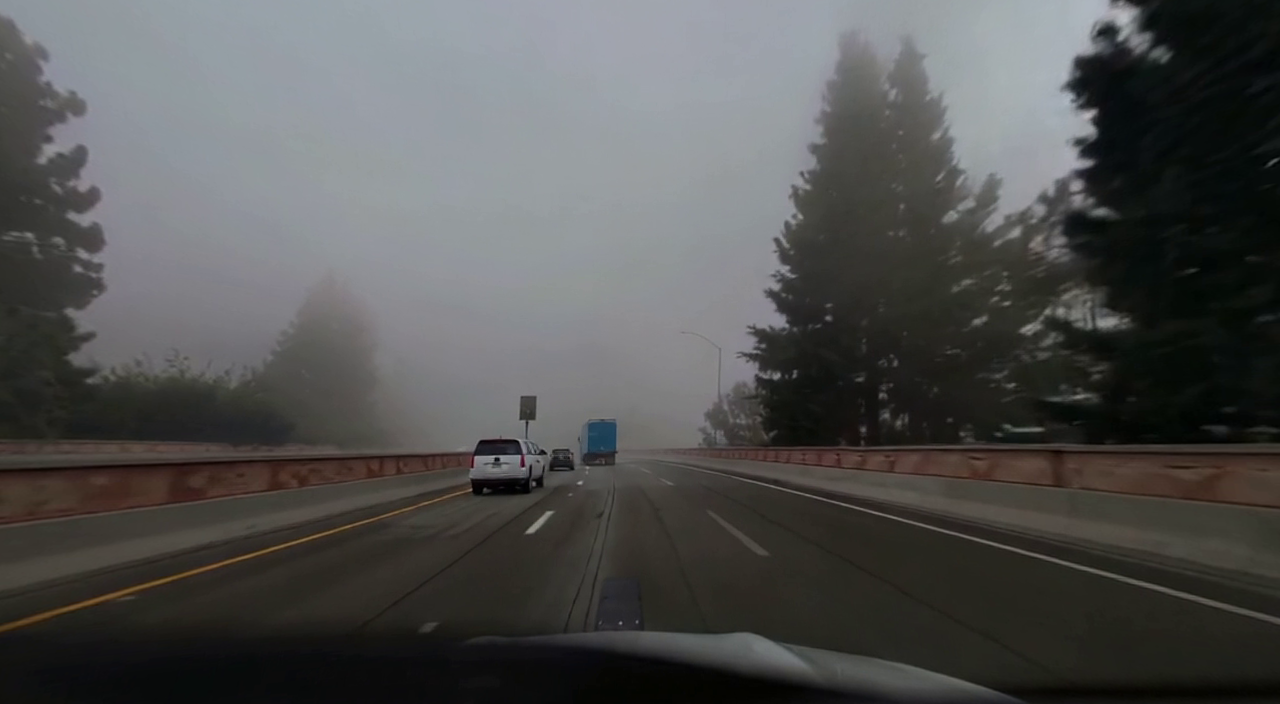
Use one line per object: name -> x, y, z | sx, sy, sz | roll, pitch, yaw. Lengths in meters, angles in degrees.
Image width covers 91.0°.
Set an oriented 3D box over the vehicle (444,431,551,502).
vehicle -> -3.809, 3.163, 17.742 | 2.041, 1.734, 4.391 | 0, -9, -1
